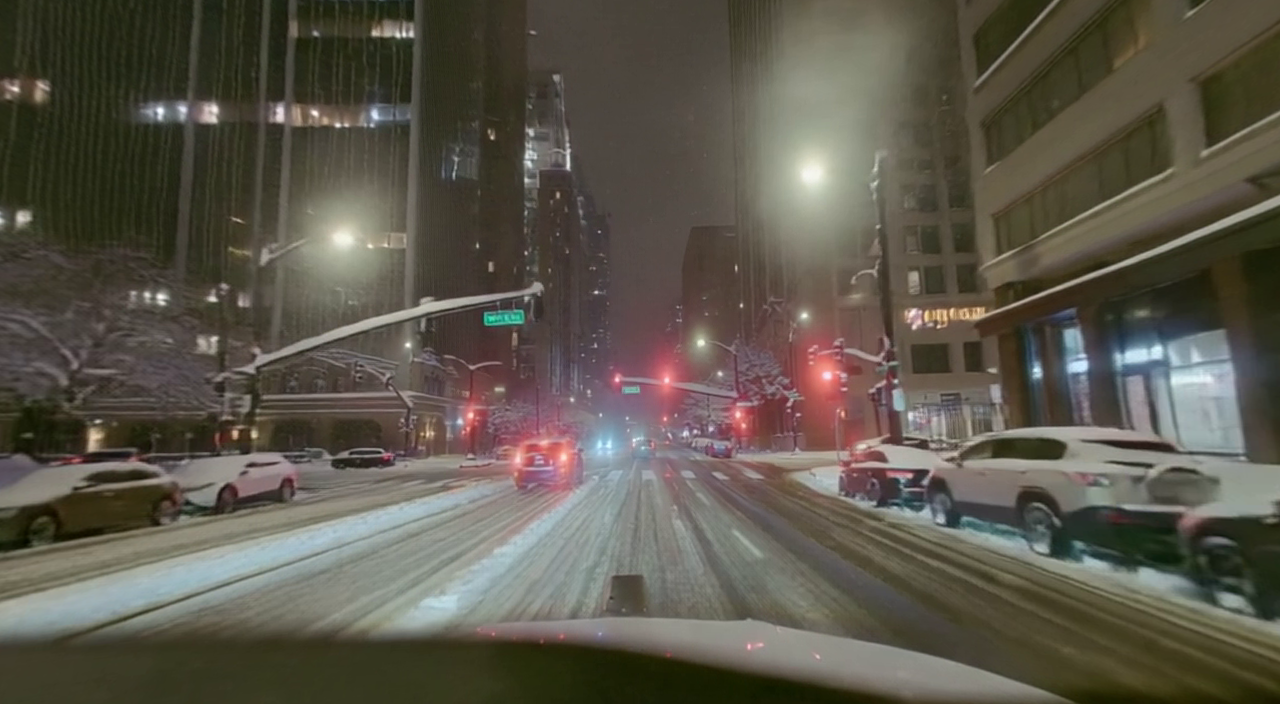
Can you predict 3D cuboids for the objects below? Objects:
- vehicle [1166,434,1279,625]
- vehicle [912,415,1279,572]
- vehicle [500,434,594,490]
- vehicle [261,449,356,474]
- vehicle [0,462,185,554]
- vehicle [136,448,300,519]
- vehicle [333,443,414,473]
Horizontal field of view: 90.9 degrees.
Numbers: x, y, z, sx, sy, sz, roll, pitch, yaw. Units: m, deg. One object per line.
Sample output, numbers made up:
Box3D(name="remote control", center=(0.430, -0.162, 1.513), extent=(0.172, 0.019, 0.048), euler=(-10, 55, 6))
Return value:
Box3D(name="vehicle", center=(5.823, 1.198, 3.651), extent=(1.760, 1.471, 4.453), euler=(0, -8, 1))
Box3D(name="vehicle", center=(6.019, 1.880, 9.243), extent=(1.918, 1.674, 4.779), euler=(0, -8, 0))
Box3D(name="vehicle", center=(-2.666, 3.295, 19.323), extent=(2.014, 1.480, 4.780), euler=(0, -8, 2))
Box3D(name="vehicle", center=(-21.128, 7.004, 40.330), extent=(4.791, 1.506, 2.244), euler=(0, -8, 0))
Box3D(name="vehicle", center=(-12.280, 3.174, 13.486), extent=(1.808, 1.475, 4.550), euler=(0, -8, -2))
Box3D(name="vehicle", center=(-12.185, 3.754, 18.638), extent=(1.890, 1.781, 4.331), euler=(0, -8, -2))
Box3D(name="vehicle", center=(-20.890, 8.303, 49.559), extent=(5.283, 1.959, 2.453), euler=(-3, -8, 0))
